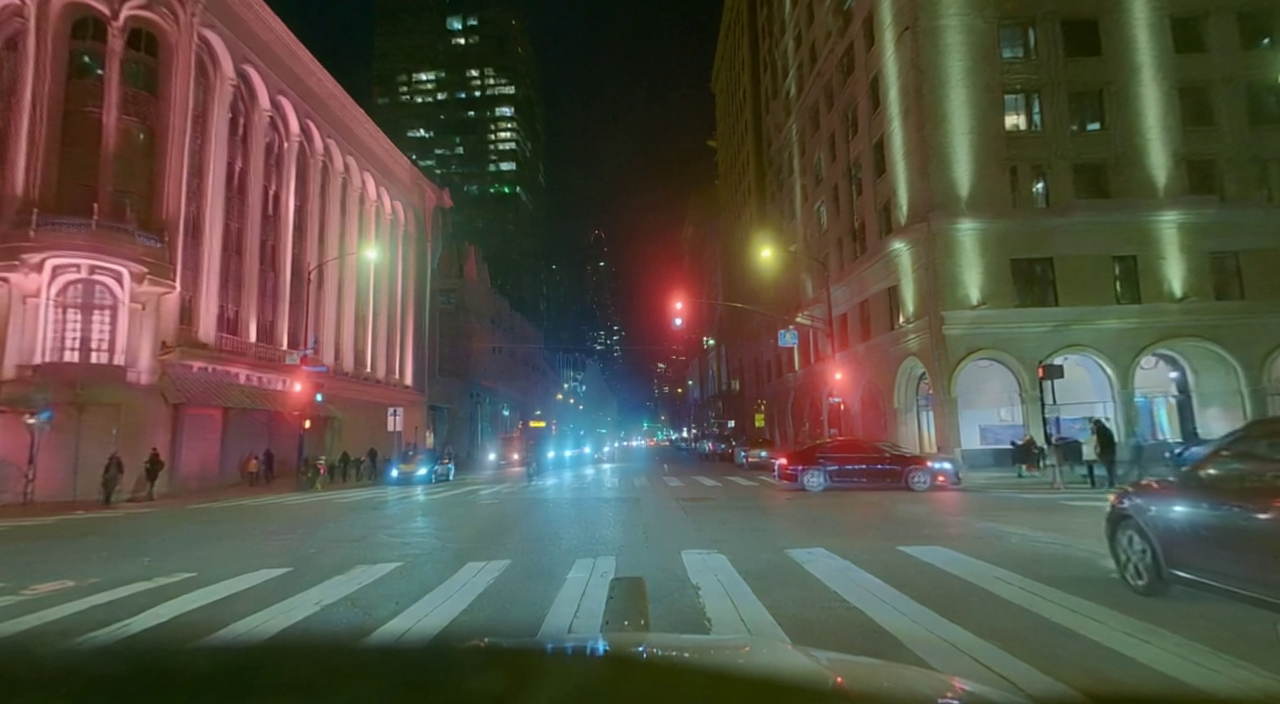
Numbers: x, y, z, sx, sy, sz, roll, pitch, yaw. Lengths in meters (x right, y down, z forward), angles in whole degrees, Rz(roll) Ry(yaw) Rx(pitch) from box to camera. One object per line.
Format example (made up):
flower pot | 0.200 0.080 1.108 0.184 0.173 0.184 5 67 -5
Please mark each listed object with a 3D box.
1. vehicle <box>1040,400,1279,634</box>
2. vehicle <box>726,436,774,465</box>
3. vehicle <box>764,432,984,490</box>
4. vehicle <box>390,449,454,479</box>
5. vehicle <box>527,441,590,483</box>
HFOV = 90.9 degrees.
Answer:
vehicle | 5.140 1.112 4.352 1.912 1.505 4.889 -1 -8 5
vehicle | 6.252 5.648 36.308 1.926 1.574 3.961 0 -8 -2
vehicle | 6.202 2.977 17.440 5.388 1.465 2.050 -2 -9 11
vehicle | -11.924 6.114 34.799 1.998 1.505 4.405 0 -8 0
vehicle | -2.957 4.087 23.728 1.904 1.402 4.759 0 -8 -2
